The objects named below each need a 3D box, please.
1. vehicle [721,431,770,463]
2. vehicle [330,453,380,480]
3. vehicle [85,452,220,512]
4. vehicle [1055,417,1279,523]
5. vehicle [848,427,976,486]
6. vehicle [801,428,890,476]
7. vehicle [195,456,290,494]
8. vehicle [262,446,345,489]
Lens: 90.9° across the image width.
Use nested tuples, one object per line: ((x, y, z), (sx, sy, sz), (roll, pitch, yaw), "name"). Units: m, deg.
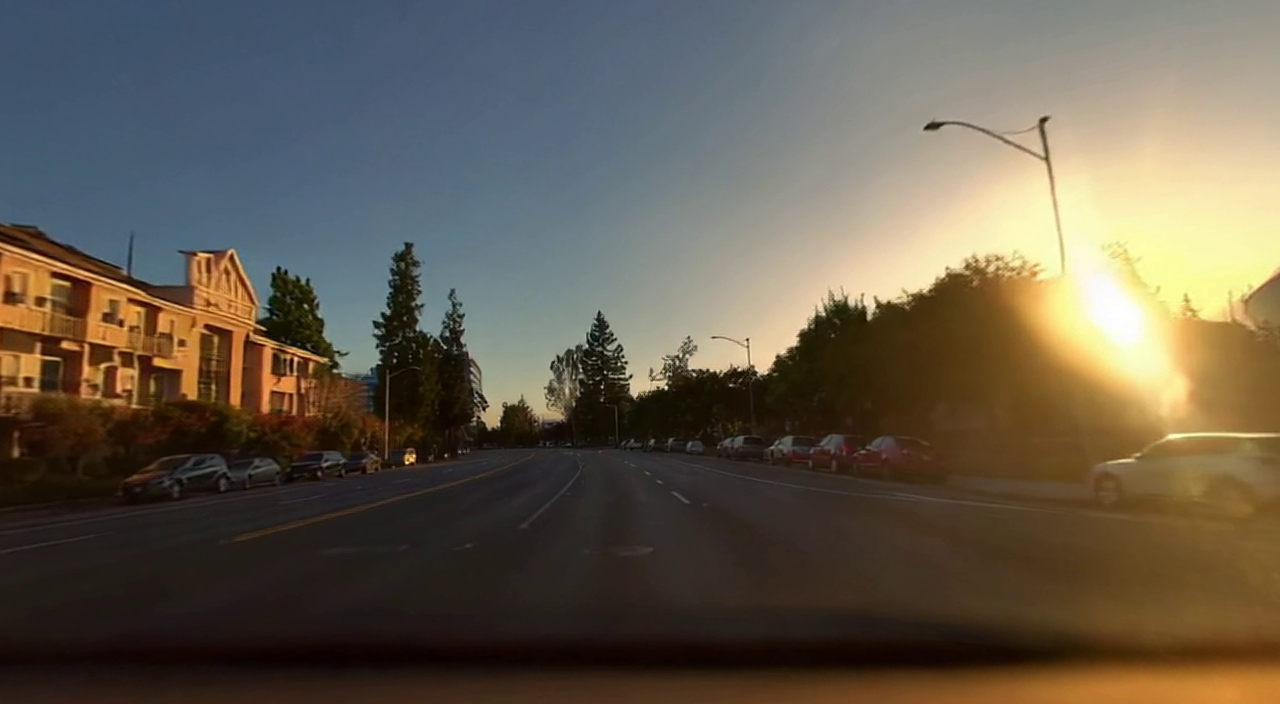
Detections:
((7.453, 6.817, 45.121), (1.970, 2.104, 5.290), (1, -9, -7), "vehicle")
((-19.583, 7.833, 43.465), (1.778, 1.433, 4.305), (-1, -6, -5), "vehicle")
((-17.975, 4.749, 23.546), (1.916, 1.657, 4.366), (-2, -5, -6), "vehicle")
((10.331, 2.073, 11.410), (1.919, 1.627, 4.196), (3, -9, -23), "vehicle")
((9.156, 3.565, 21.776), (2.039, 1.752, 4.876), (0, -9, -3), "vehicle")
((8.881, 4.366, 27.724), (1.991, 1.905, 4.733), (0, -9, -5), "vehicle")
((-18.447, 5.708, 29.510), (1.782, 1.462, 4.438), (-1, -8, -3), "vehicle")
((-18.938, 6.451, 35.791), (2.111, 1.908, 5.586), (-1, -6, -5), "vehicle")
